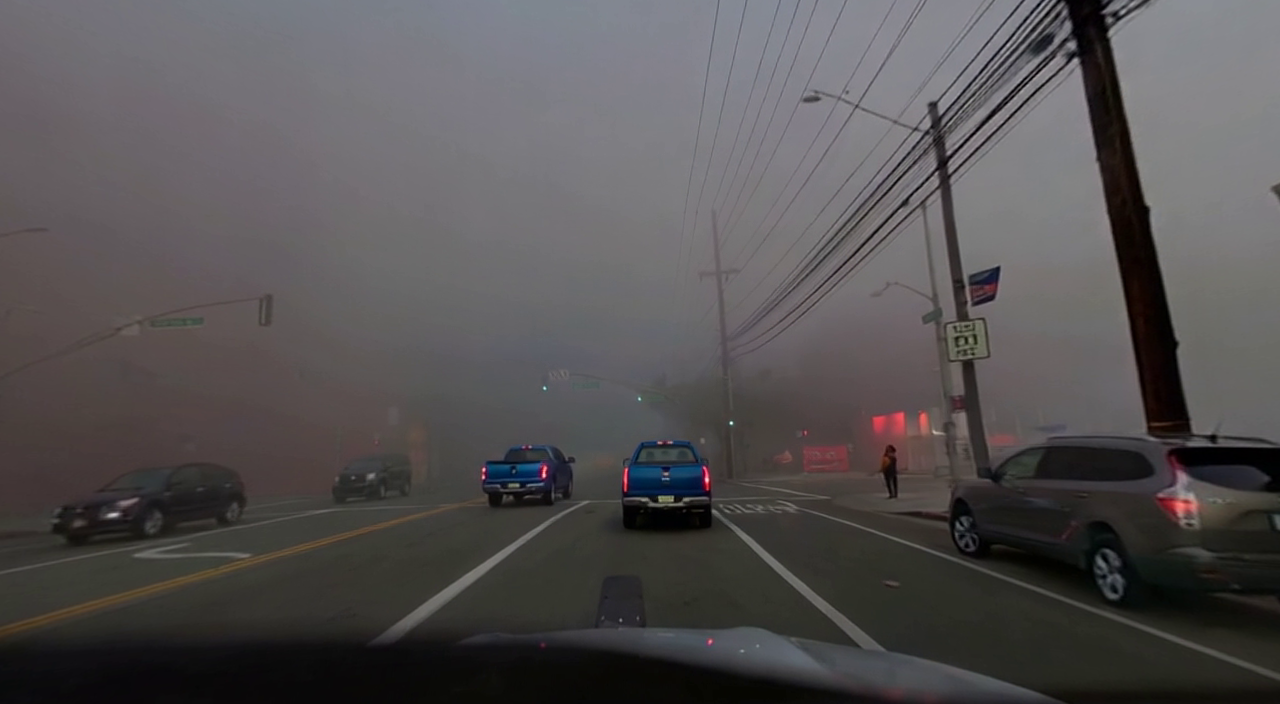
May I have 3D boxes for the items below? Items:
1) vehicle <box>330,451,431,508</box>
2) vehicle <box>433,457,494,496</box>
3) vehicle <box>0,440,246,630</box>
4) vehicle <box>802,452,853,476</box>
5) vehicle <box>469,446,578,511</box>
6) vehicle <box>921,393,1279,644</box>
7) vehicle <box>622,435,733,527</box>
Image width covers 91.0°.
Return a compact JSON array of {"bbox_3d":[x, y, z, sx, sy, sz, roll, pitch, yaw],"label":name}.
[{"bbox_3d":[-10.123,4.967,25.125,2.081,1.925,5.632,1,-9,-5],"label":"vehicle"},{"bbox_3d":[-9.161,6.493,33.107,1.961,1.814,4.418,0,-9,-1],"label":"vehicle"},{"bbox_3d":[-6.270,1.639,6.061,1.994,1.551,4.414,0,-9,1],"label":"vehicle"},{"bbox_3d":[13.225,7.932,44.671,2.075,1.556,4.585,0,-9,-1],"label":"vehicle"},{"bbox_3d":[-3.075,3.451,17.725,1.995,1.554,4.618,0,-9,2],"label":"vehicle"},{"bbox_3d":[5.053,1.558,6.948,1.974,1.823,4.576,0,-9,3],"label":"vehicle"},{"bbox_3d":[0.942,2.808,14.356,2.089,1.699,4.650,-1,-9,6],"label":"vehicle"}]
